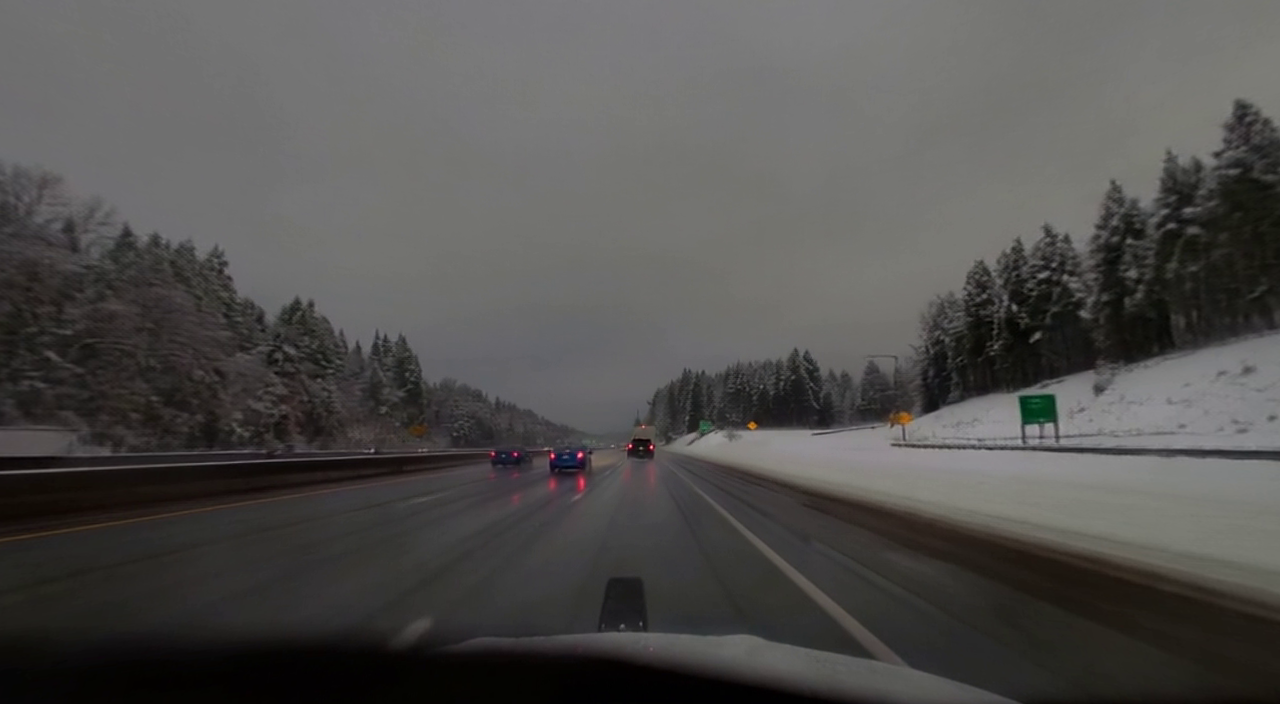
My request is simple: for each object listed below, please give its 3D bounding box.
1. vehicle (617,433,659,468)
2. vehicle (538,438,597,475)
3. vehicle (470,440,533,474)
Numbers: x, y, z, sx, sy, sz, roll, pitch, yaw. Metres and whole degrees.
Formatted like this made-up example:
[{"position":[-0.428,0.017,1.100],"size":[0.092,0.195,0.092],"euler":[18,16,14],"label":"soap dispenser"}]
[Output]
[{"position":[-0.083,5.800,37.402],"size":[2.309,1.915,5.130],"euler":[0,-8,0],"label":"vehicle"},{"position":[-3.300,4.931,29.943],"size":[2.139,1.589,5.102],"euler":[0,-8,1],"label":"vehicle"},{"position":[-6.807,5.208,31.477],"size":[2.009,1.519,4.697],"euler":[0,-8,1],"label":"vehicle"}]
